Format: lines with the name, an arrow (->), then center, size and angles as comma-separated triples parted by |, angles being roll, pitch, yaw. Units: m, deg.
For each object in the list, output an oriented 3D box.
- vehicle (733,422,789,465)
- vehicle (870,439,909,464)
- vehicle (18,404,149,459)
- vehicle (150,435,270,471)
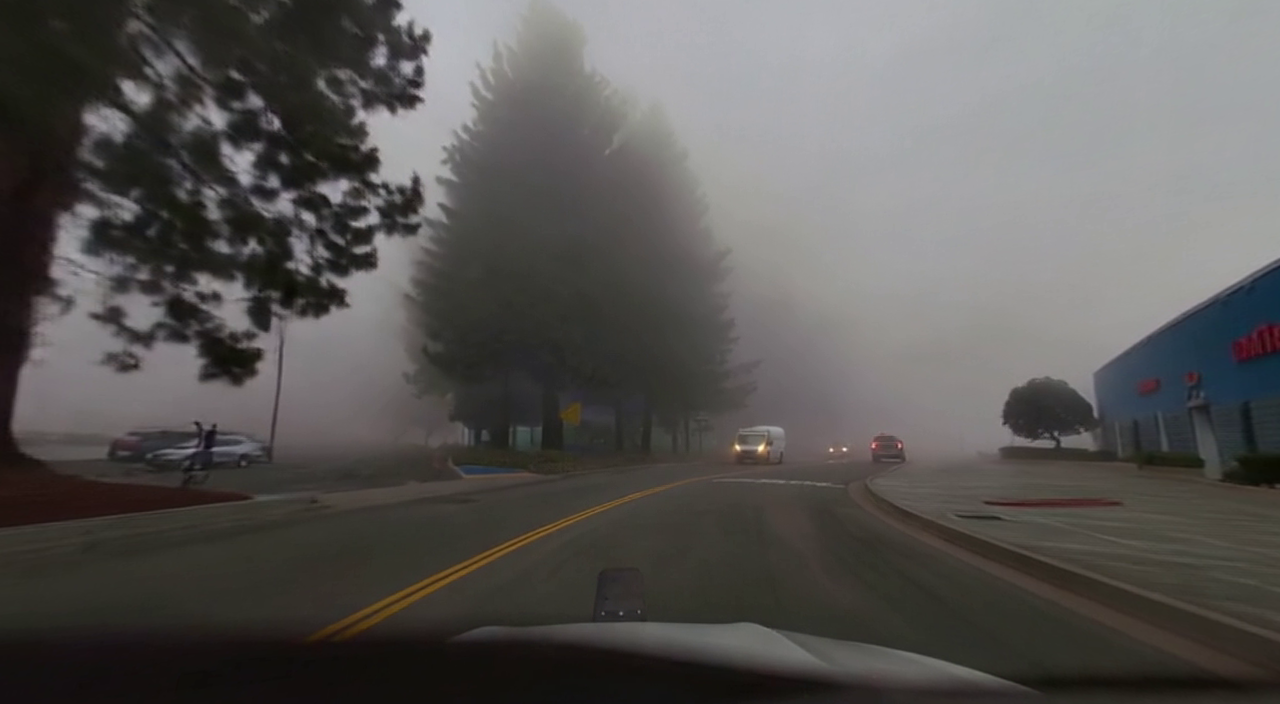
vehicle -> 8.802, 6.559, 45.373 | 2.674, 2.815, 6.582 | -4, -9, 21
vehicle -> 18.787, 7.475, 47.805 | 2.292, 1.767, 5.128 | -3, -9, 17
vehicle -> -28.786, 4.252, 33.033 | 2.576, 2.597, 5.438 | 1, -9, -12
vehicle -> -21.261, 4.989, 31.465 | 4.410, 1.689, 1.974 | 2, -9, -13
